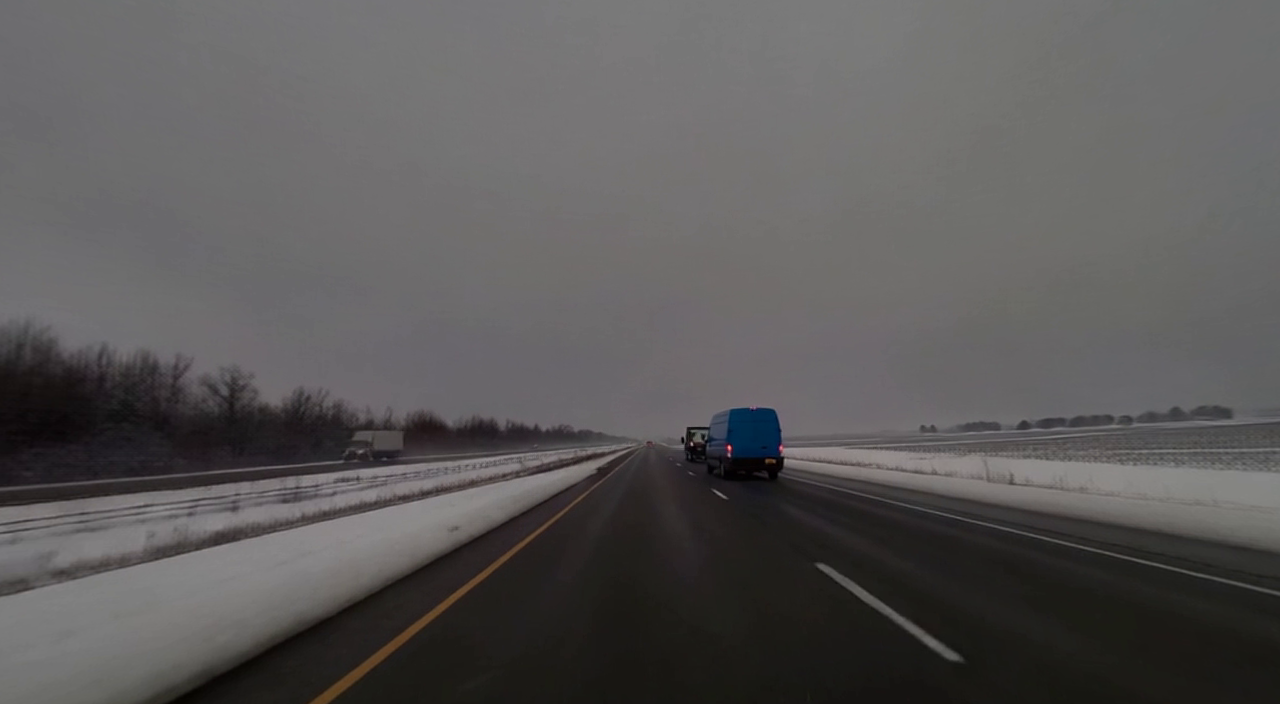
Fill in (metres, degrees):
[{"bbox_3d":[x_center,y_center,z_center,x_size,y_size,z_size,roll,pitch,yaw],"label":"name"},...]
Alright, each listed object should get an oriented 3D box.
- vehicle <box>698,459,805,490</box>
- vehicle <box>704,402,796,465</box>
[{"bbox_3d":[3.901,4.502,23.597,2.702,0.824,6.391,0,-8,-1],"label":"vehicle"},{"bbox_3d":[3.909,3.108,23.622,2.444,2.053,5.616,0,-9,0],"label":"vehicle"}]
